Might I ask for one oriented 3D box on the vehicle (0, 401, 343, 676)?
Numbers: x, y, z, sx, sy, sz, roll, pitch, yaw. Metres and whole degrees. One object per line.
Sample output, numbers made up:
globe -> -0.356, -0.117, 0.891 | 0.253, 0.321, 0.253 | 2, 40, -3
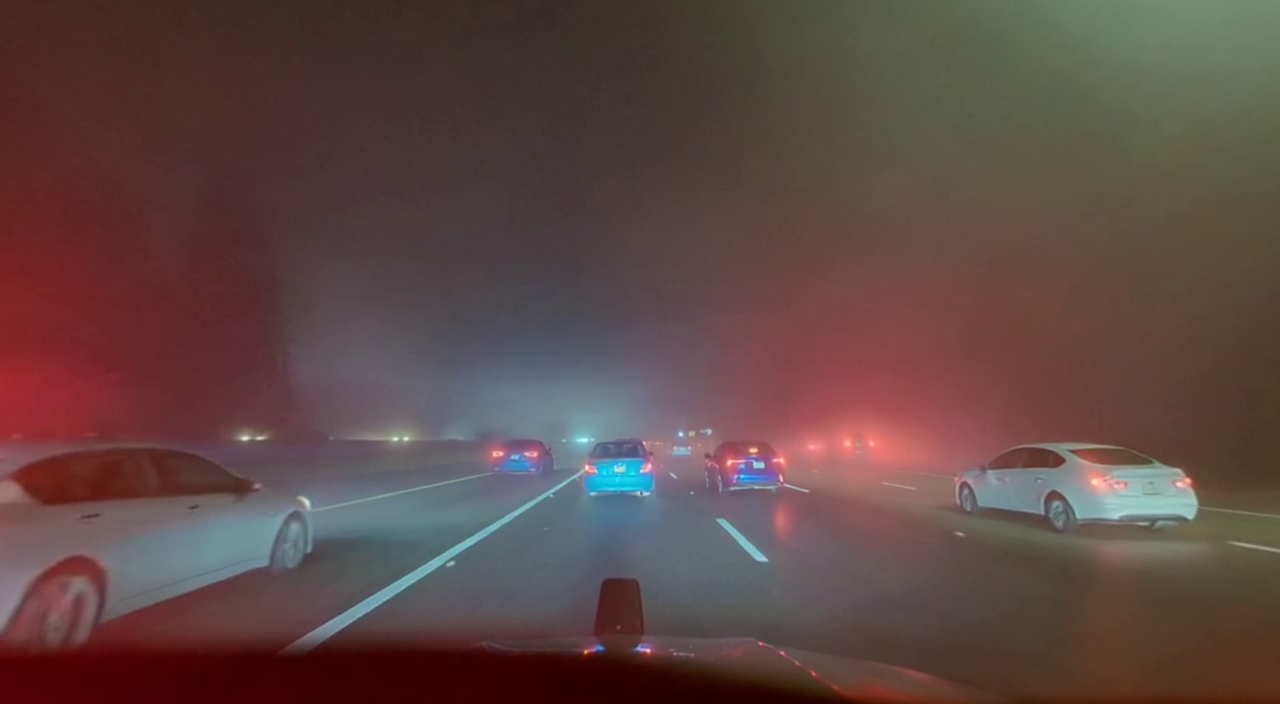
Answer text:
vehicle -> -4.525, 1.237, 4.863 | 1.971, 1.505, 5.035 | 0, -9, 0

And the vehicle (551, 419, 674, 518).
vehicle -> -0.499, 2.362, 13.183 | 2.181, 1.728, 3.970 | 1, -9, -1

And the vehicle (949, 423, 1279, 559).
vehicle -> 7.260, 2.066, 10.101 | 2.106, 1.641, 4.671 | 1, -9, -2

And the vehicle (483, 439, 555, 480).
vehicle -> -4.941, 4.479, 26.477 | 2.071, 1.537, 4.912 | 1, -9, -1

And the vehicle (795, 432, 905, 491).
vehicle -> 6.788, 3.597, 20.952 | 2.022, 1.735, 4.400 | 1, -9, -2

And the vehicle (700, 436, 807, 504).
vehicle -> 2.818, 3.046, 16.644 | 1.975, 1.532, 4.227 | 1, -9, -1
